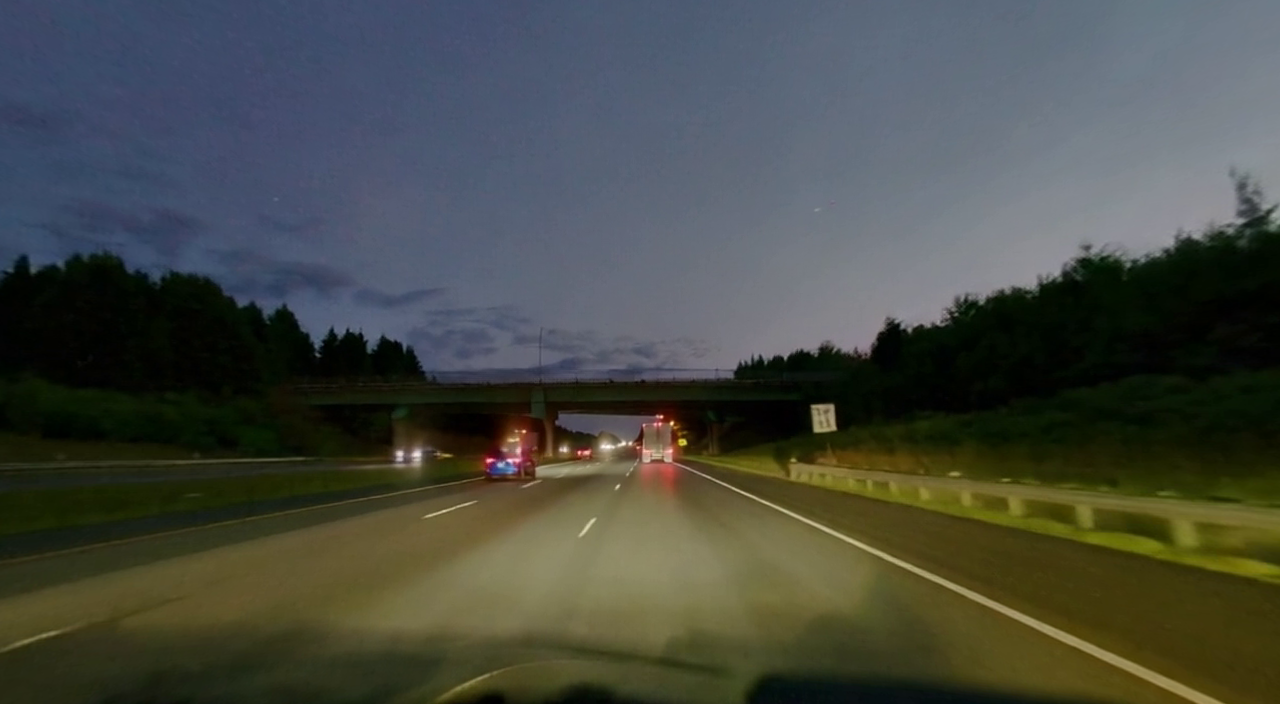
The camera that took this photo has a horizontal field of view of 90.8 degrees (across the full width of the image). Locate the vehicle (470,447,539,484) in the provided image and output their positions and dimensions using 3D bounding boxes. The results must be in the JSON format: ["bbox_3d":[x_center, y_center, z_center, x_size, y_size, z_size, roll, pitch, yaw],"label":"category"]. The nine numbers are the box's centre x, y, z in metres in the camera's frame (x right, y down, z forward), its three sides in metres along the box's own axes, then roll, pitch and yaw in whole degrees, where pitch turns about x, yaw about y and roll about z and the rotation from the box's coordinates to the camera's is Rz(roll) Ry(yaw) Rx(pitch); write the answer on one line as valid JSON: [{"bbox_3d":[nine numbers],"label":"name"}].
[{"bbox_3d":[-6.039,5.096,28.701,2.038,1.489,4.603,-1,-9,1],"label":"vehicle"}]
